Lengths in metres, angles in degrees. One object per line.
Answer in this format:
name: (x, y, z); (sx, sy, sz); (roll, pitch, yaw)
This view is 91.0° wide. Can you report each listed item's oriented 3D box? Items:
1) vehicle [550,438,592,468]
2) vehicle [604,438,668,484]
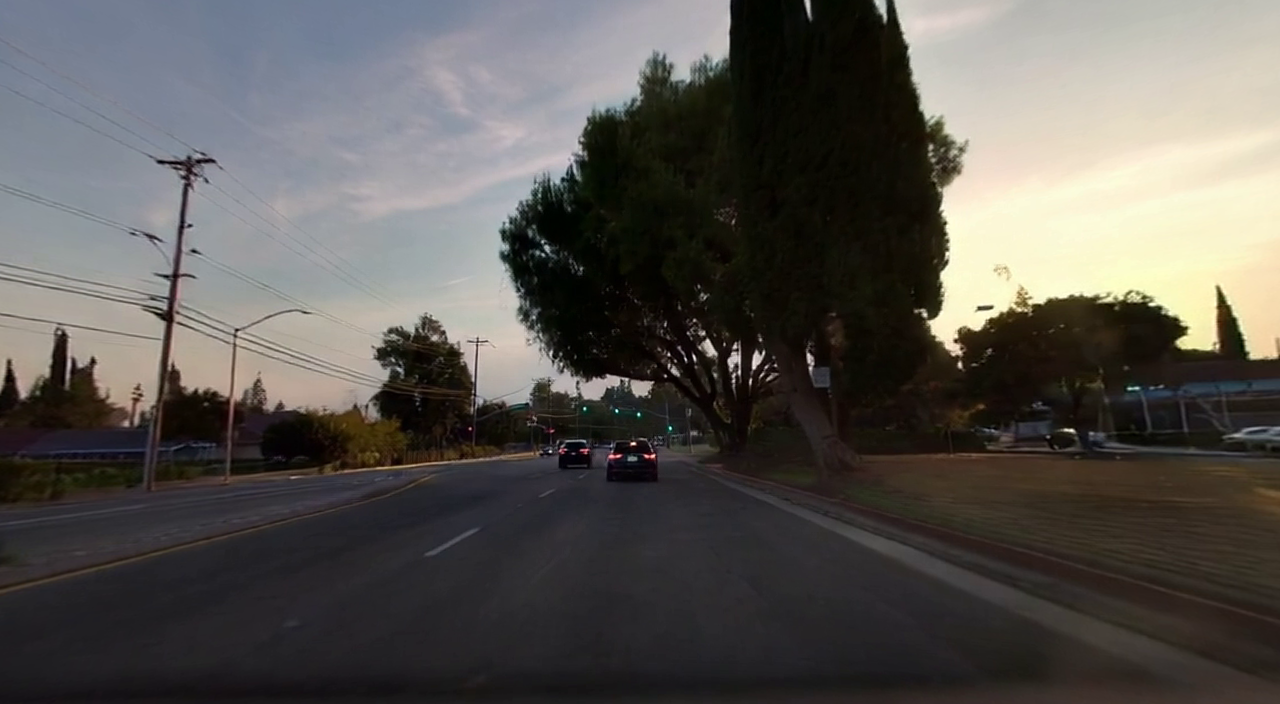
vehicle: (-4.275, 6.330, 39.714); (2.189, 1.776, 4.342); (0, -9, 0)
vehicle: (-0.128, 4.210, 24.668); (2.235, 1.597, 4.918); (0, -9, 0)
